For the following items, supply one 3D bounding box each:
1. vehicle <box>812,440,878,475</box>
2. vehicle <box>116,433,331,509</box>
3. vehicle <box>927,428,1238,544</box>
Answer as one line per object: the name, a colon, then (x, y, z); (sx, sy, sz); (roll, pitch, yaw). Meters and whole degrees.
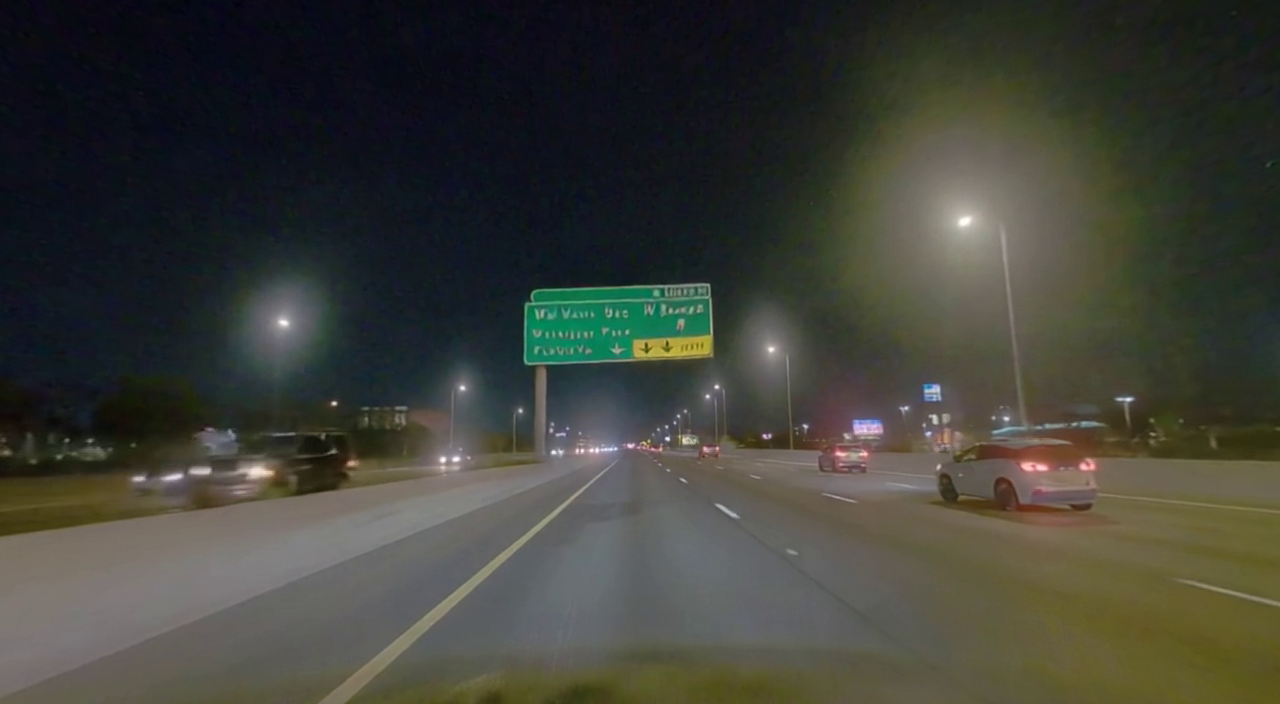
vehicle: (10.907, 5.604, 33.954); (2.068, 1.680, 4.361); (-1, -8, 0)
vehicle: (-9.672, 2.780, 15.289); (2.073, 1.518, 4.635); (0, -8, 0)
vehicle: (7.109, 2.171, 10.992); (1.901, 1.548, 4.684); (0, -8, -2)
